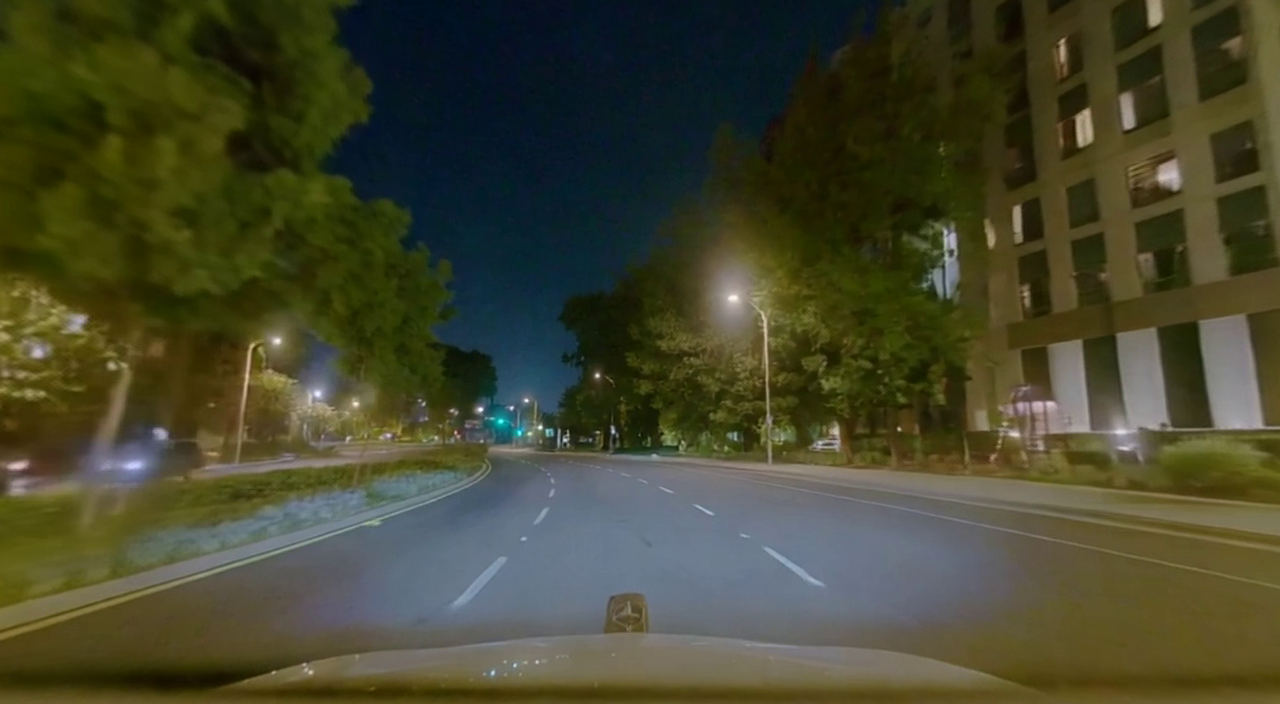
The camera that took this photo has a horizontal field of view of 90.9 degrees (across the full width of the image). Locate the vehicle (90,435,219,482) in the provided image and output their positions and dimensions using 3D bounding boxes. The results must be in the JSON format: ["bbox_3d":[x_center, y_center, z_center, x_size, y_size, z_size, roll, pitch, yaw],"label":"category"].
[{"bbox_3d":[-20.155,4.436,26.500,2.089,1.770,4.848,1,-9,-8],"label":"vehicle"}]
